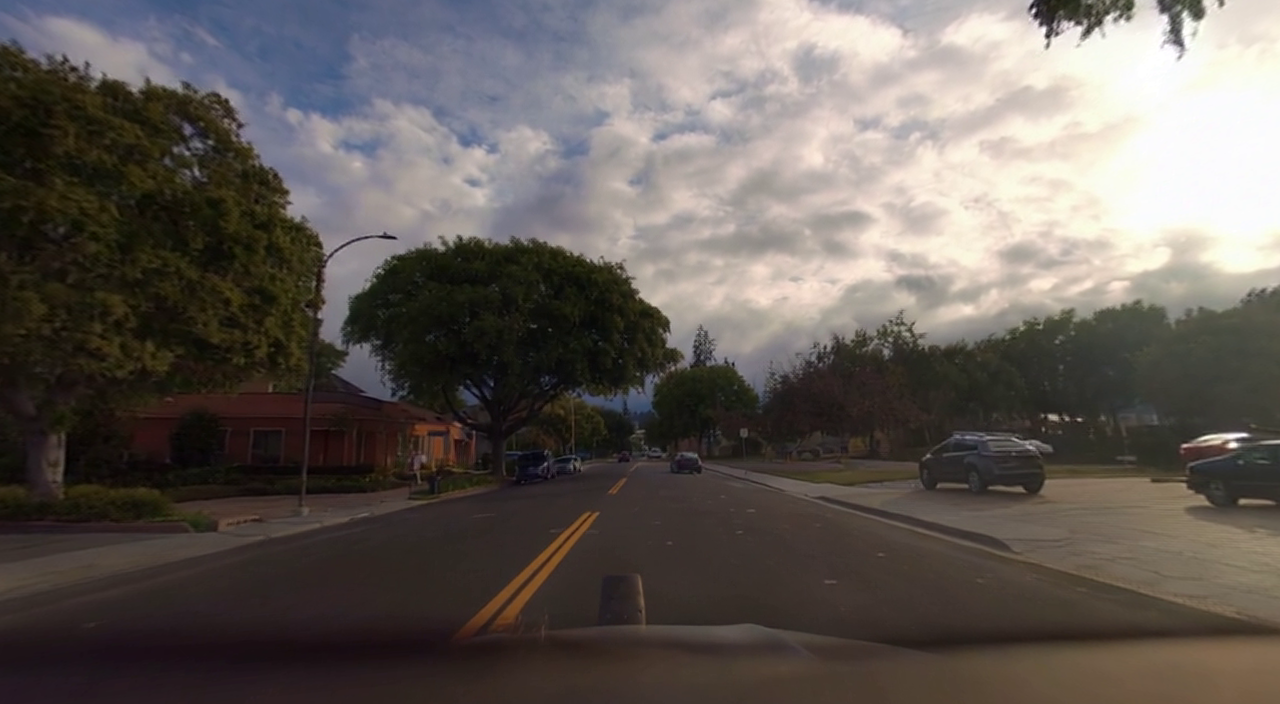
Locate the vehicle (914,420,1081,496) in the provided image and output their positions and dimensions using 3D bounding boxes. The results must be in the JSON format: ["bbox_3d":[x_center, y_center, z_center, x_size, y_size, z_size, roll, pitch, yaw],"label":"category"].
[{"bbox_3d":[9.795,3.046,17.845,2.018,1.840,4.662,-1,-11,1],"label":"vehicle"}]

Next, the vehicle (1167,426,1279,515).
[{"bbox_3d":[12.178,2.070,11.054,1.903,1.528,4.374,0,-9,-3],"label":"vehicle"}]

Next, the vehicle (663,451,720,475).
[{"bbox_3d":[3.876,8.525,48.360,2.097,1.740,4.277,6,-11,-34],"label":"vehicle"}]
